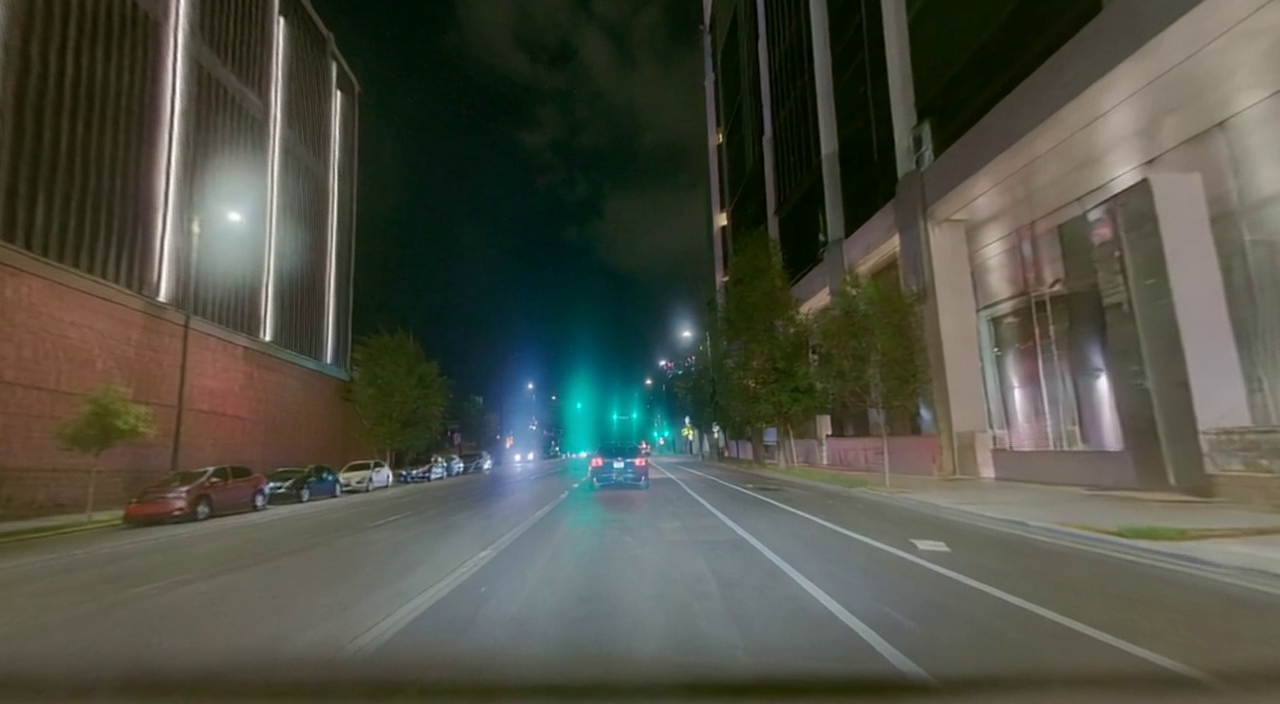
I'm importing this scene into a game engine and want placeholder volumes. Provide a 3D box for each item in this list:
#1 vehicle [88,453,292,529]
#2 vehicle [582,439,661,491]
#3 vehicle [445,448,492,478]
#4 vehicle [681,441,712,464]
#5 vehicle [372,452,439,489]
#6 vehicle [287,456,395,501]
[{"bbox_3d":[-11.975,3.676,17.359,2.077,1.732,4.704,0,-8,0],"label":"vehicle"},{"bbox_3d":[-0.548,3.561,20.234,2.269,1.479,3.980,0,-8,-1],"label":"vehicle"},{"bbox_3d":[-12.160,7.846,45.123,2.090,1.784,4.832,-4,-8,-2],"label":"vehicle"},{"bbox_3d":[4.257,7.620,48.219,1.924,1.645,4.528,-1,-8,-1],"label":"vehicle"},{"bbox_3d":[-12.171,6.133,33.046,1.976,1.577,4.091,-4,-8,-1],"label":"vehicle"},{"bbox_3d":[-11.855,5.015,25.506,1.991,1.507,4.879,0,-8,0],"label":"vehicle"}]
